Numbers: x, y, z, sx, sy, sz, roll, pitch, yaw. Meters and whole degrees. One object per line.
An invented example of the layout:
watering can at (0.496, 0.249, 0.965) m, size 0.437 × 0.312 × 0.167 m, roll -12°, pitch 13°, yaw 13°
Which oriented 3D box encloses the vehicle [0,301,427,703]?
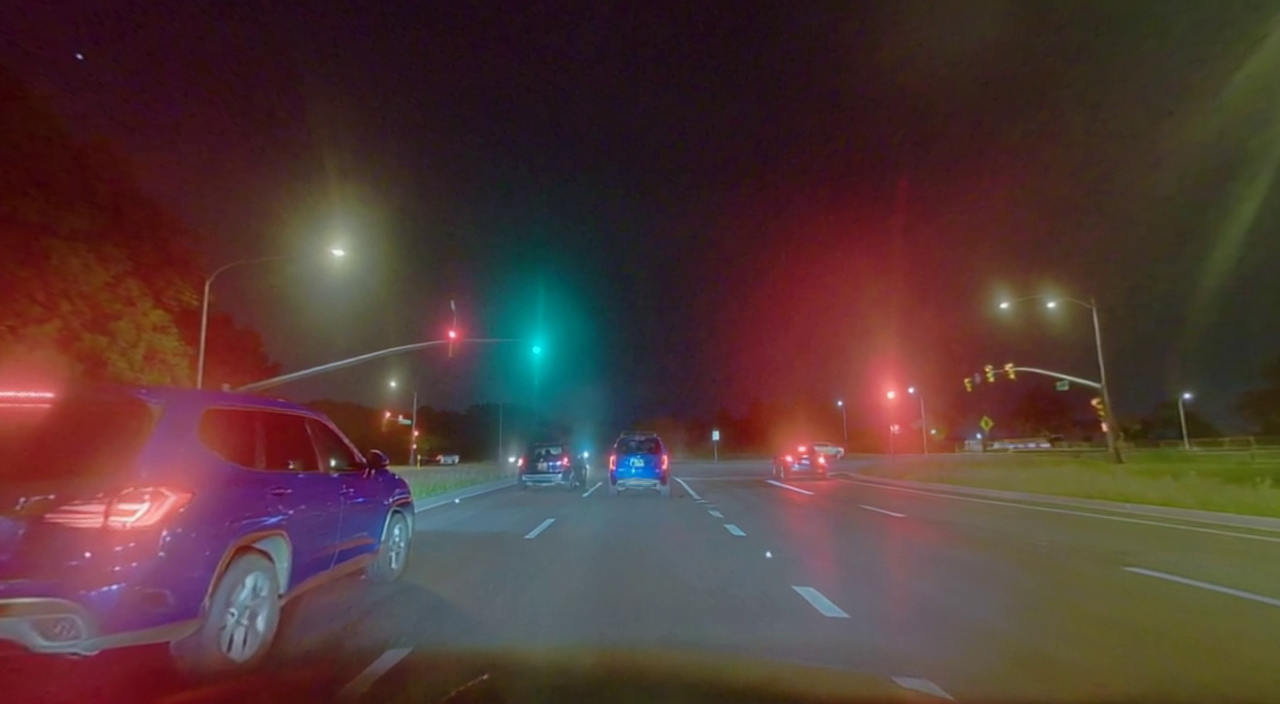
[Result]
vehicle at (-3.456, 1.016, 4.030) m, size 2.320 × 1.863 × 5.148 m, roll 0°, pitch -8°, yaw 1°

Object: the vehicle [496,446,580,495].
vehicle at (-3.432, 4.072, 22.280) m, size 2.061 × 1.504 × 5.142 m, roll 0°, pitch -8°, yaw 1°

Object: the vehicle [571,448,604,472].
vehicle at (-3.533, 7.404, 43.392) m, size 2.004 × 1.484 × 4.480 m, roll 0°, pitch -8°, yaw -2°

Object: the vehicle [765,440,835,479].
vehicle at (7.951, 5.370, 31.842) m, size 2.166 × 1.761 × 4.692 m, roll 0°, pitch -8°, yaw -1°

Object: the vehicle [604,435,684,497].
vehicle at (0.115, 3.587, 20.253) m, size 2.298 × 1.770 × 4.138 m, roll 0°, pitch -8°, yaw 0°
